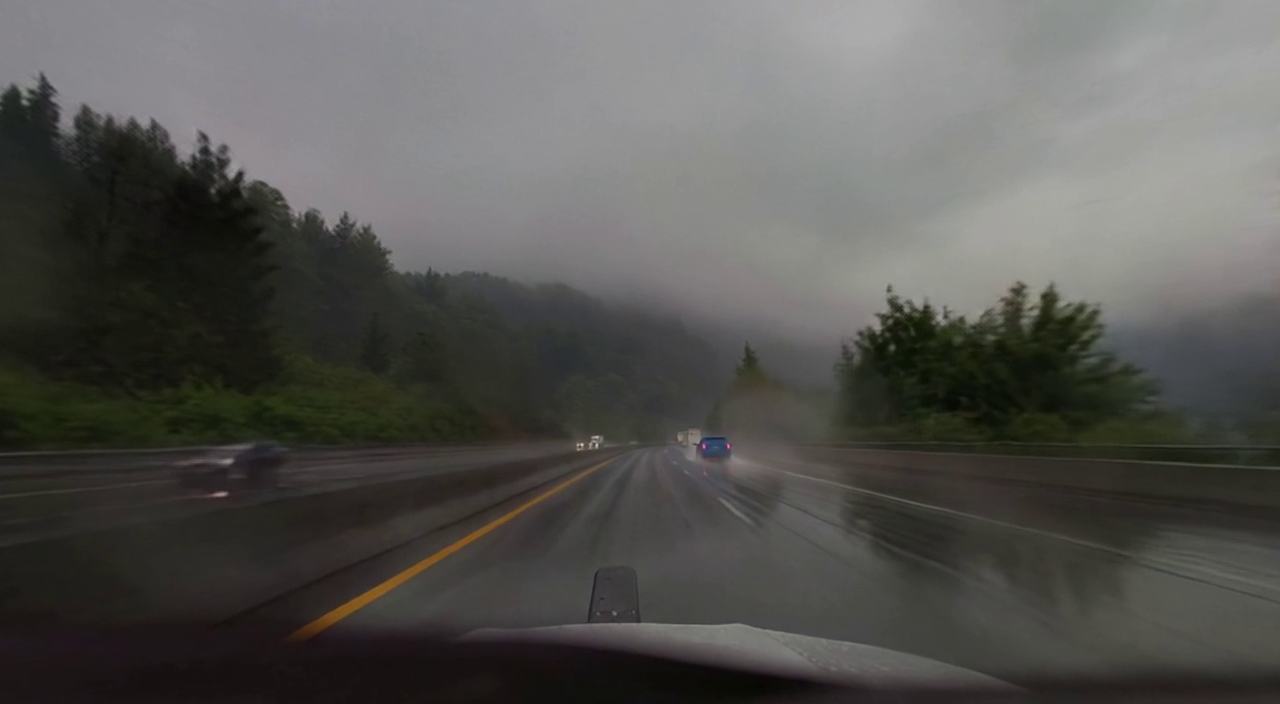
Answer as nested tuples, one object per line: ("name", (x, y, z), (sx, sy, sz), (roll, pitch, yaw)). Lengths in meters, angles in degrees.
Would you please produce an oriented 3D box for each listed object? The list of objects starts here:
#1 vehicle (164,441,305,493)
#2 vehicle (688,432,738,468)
("vehicle", (-12.995, 3.654, 20.511), (1.847, 1.488, 4.102), (-1, -8, 0))
("vehicle", (3.625, 4.933, 31.902), (2.022, 1.663, 4.245), (-1, -8, 0))
